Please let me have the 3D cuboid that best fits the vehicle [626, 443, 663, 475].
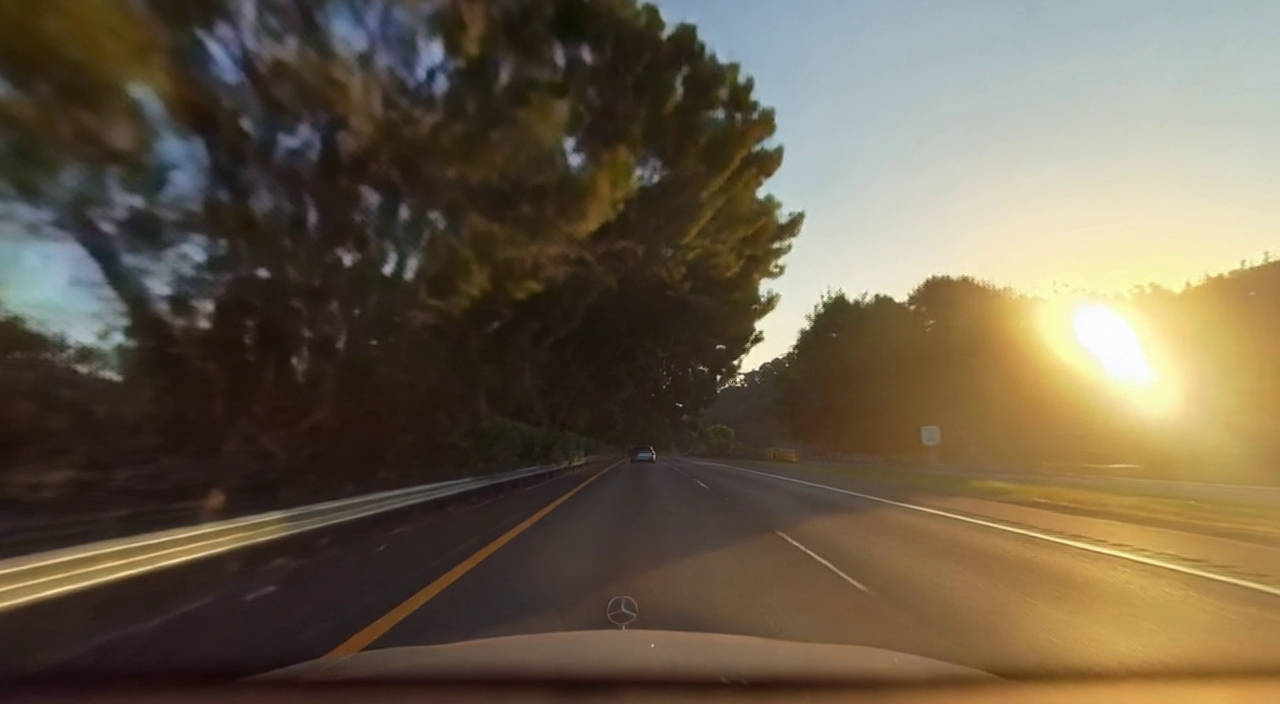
[{"bbox_3d":[0.233,5.918,35.093,1.987,1.658,3.620,0,-9,0],"label":"vehicle"}]
